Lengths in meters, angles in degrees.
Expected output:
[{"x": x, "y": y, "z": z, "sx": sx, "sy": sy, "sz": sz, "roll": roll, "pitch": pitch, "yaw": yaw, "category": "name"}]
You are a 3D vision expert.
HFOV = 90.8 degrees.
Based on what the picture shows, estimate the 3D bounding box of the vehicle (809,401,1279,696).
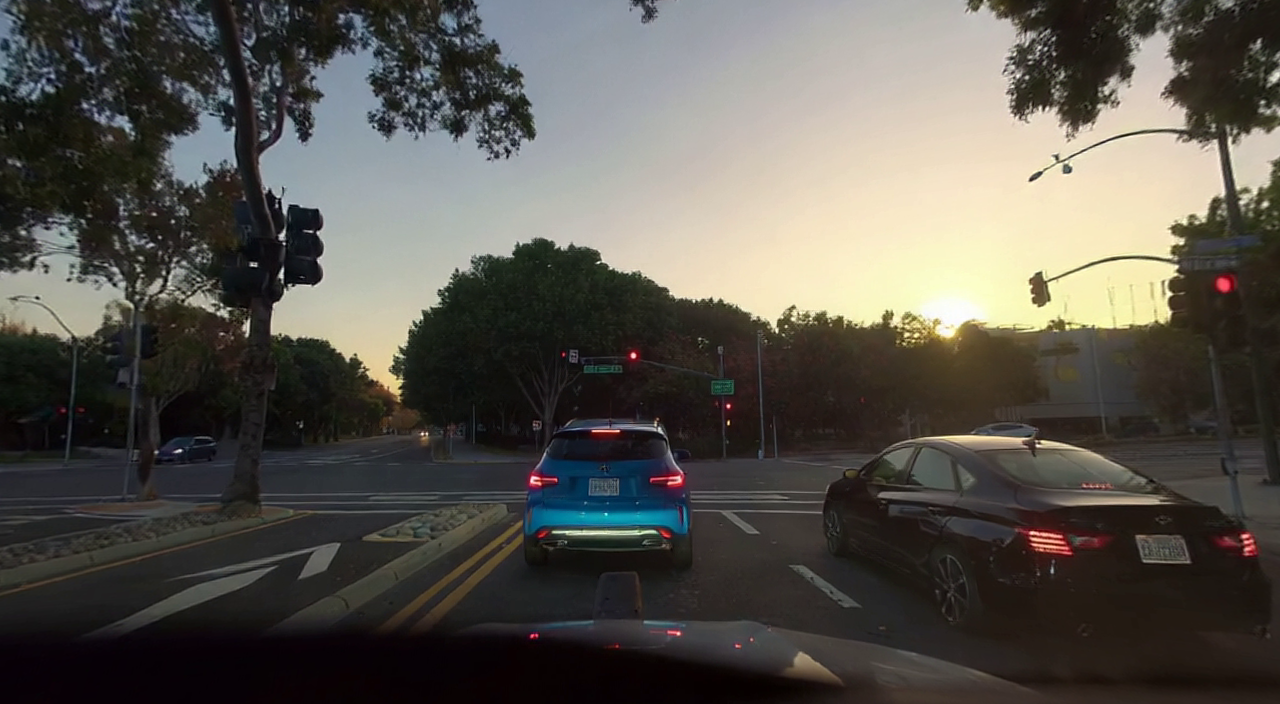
[{"x": 3.172, "y": 1.398, "z": 5.766, "sx": 1.932, "sy": 1.562, "sz": 4.629, "roll": 0, "pitch": -9, "yaw": 0, "category": "vehicle"}]

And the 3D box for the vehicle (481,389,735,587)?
[{"x": -0.346, "y": 1.528, "z": 7.832, "sx": 2.247, "sy": 1.760, "sz": 4.231, "roll": 0, "pitch": -9, "yaw": -2, "category": "vehicle"}]
